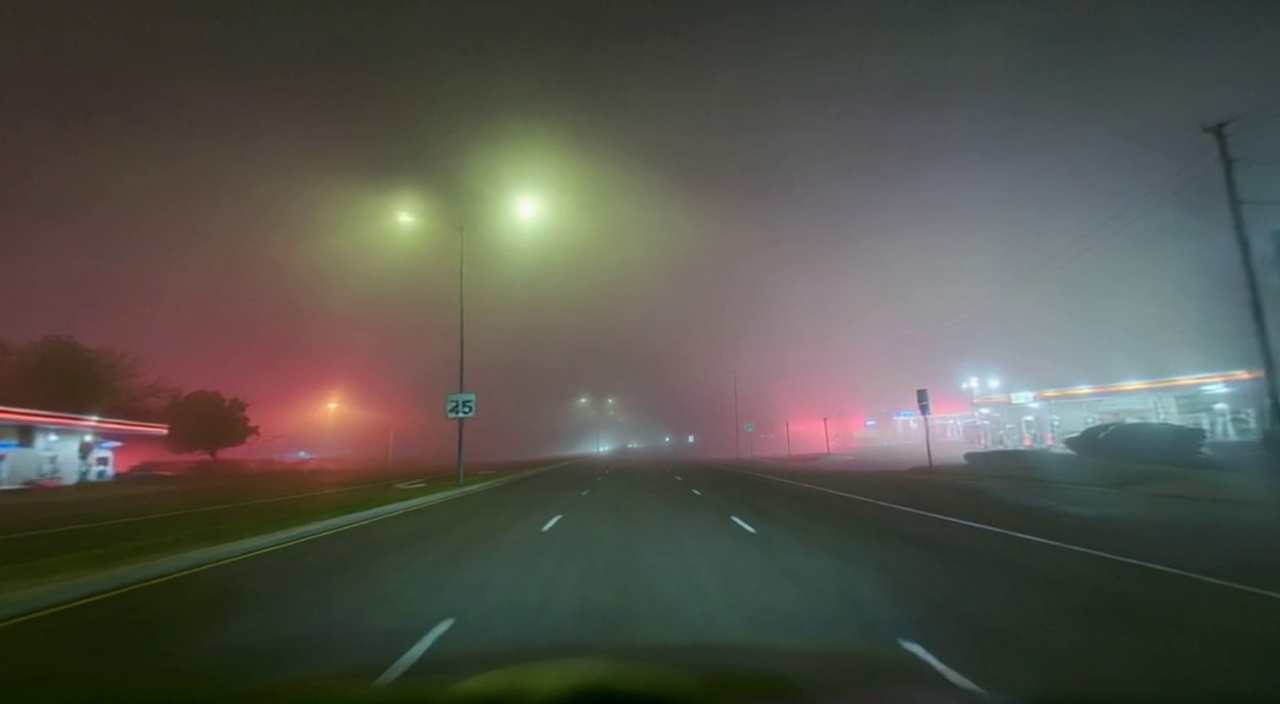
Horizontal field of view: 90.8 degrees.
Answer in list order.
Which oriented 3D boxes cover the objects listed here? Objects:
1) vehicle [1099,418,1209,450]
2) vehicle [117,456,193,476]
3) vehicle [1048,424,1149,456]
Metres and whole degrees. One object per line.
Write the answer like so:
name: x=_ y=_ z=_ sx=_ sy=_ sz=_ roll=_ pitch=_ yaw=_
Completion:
vehicle: x=25.730 y=4.179 z=31.853 sx=1.870 sy=1.467 sz=4.401 roll=0 pitch=-8 yaw=1
vehicle: x=-35.346 y=8.305 z=46.104 sx=4.209 sy=1.441 sz=1.793 roll=-1 pitch=-9 yaw=5
vehicle: x=23.066 y=4.527 z=32.027 sx=1.747 sy=1.371 sz=4.368 roll=-3 pitch=-10 yaw=0
